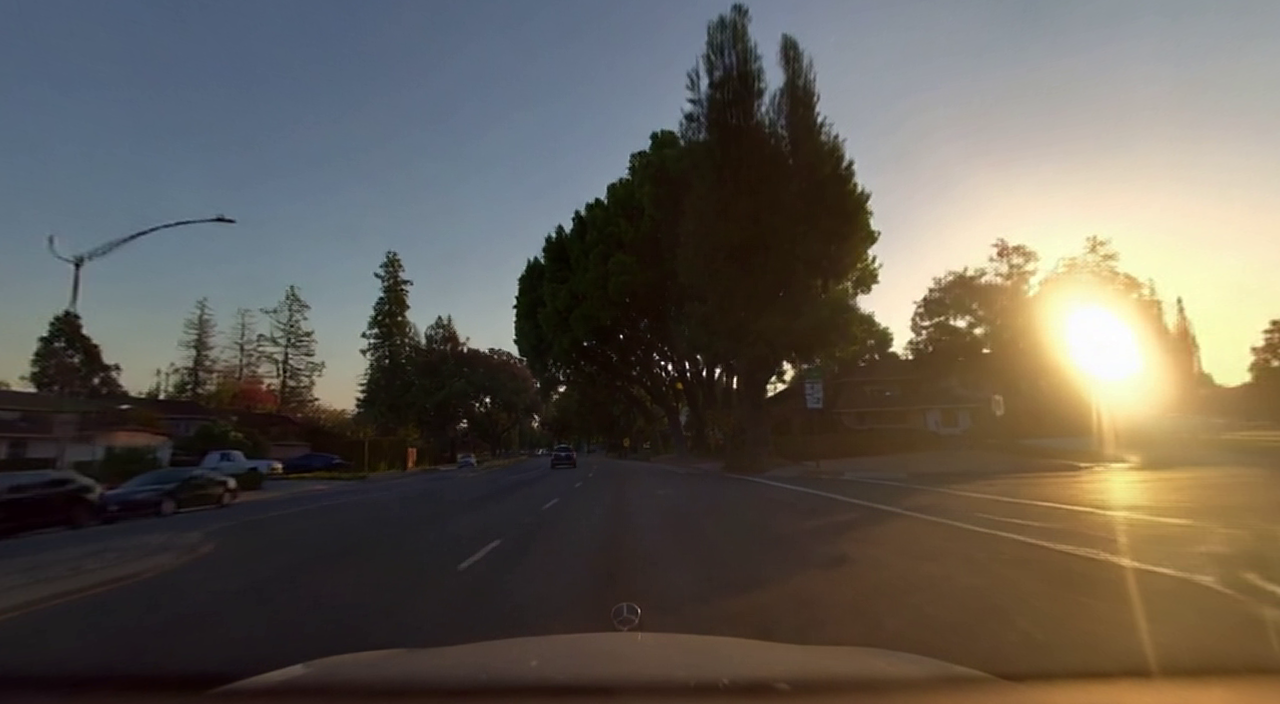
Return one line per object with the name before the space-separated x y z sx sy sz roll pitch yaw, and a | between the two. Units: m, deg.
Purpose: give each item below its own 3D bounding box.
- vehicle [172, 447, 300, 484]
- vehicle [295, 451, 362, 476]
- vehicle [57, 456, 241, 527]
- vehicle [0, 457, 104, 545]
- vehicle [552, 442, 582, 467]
vehicle | -23.163 6.510 36.417 5.784 2.004 2.199 0 -8 -1
vehicle | -22.182 7.949 45.110 3.832 1.683 1.877 0 -8 -7
vehicle | -14.413 4.052 18.999 1.968 1.727 4.548 0 -8 -2
vehicle | -14.300 3.172 13.332 1.966 1.760 4.604 0 -8 -1
vehicle | -5.561 7.855 48.648 2.135 1.731 4.232 0 -8 -4
